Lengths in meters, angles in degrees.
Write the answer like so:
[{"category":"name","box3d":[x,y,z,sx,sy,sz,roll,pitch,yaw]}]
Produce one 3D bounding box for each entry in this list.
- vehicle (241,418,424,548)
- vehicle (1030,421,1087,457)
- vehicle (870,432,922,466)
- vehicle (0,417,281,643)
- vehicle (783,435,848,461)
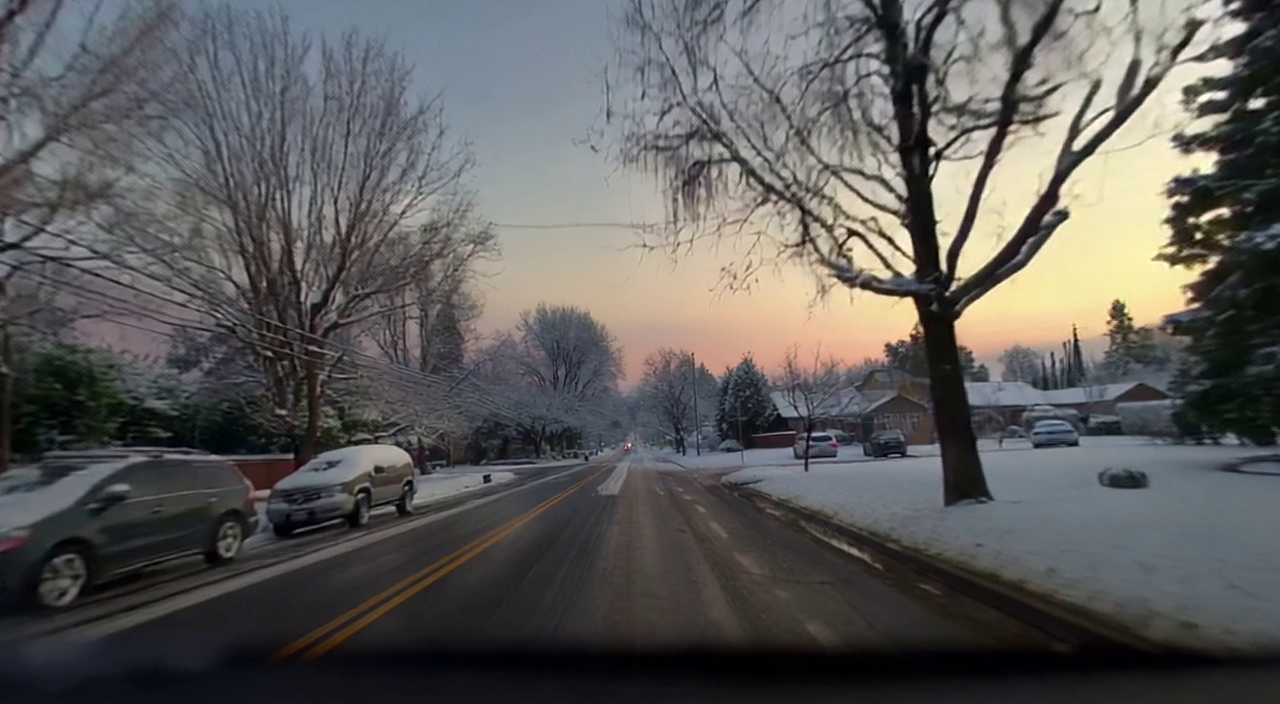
[{"category":"vehicle","box3d":[-6.827,2.928,14.606,2.057,2.317,4.386,-6,-10,-1]},{"category":"vehicle","box3d":[21.775,4.557,33.026,1.956,1.632,3.922,-9,-11,27]},{"category":"vehicle","box3d":[13.784,5.190,33.839,1.860,1.697,4.292,-5,-10,30]},{"category":"vehicle","box3d":[-6.912,2.098,7.859,2.173,2.020,4.770,-6,-10,-1]},{"category":"vehicle","box3d":[9.354,5.186,34.094,1.922,1.263,4.664,0,-9,-3]}]
